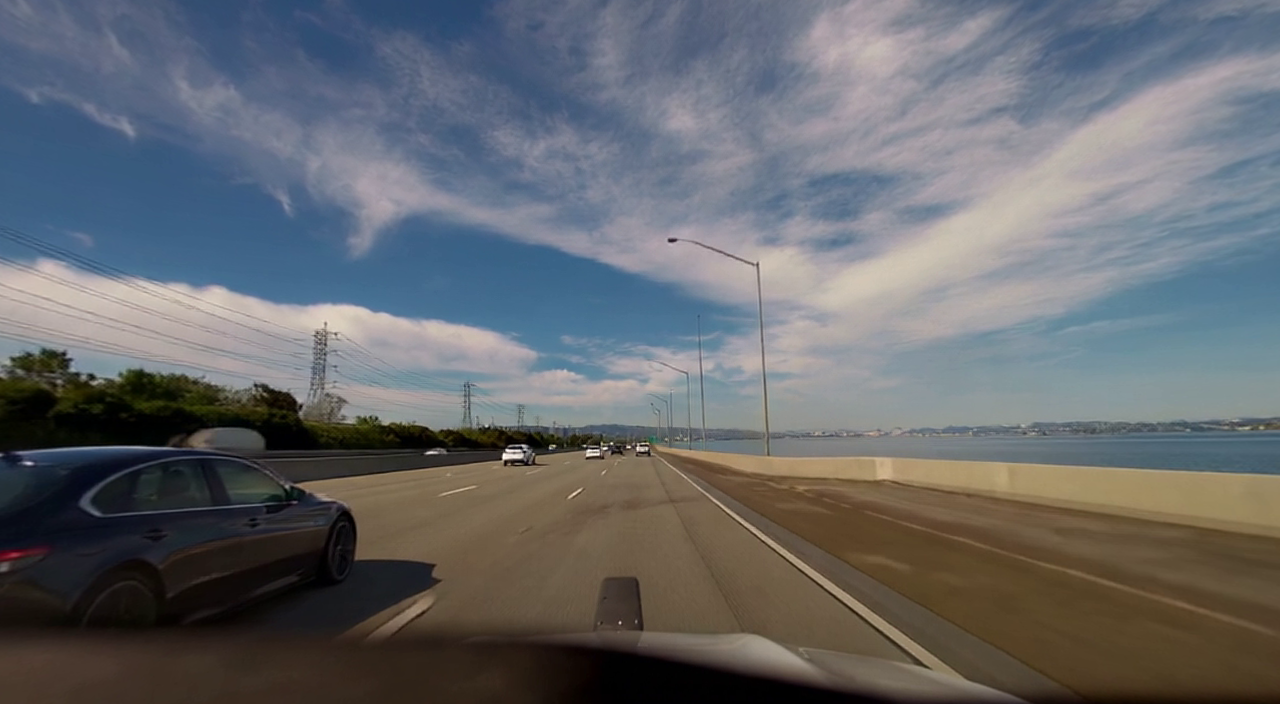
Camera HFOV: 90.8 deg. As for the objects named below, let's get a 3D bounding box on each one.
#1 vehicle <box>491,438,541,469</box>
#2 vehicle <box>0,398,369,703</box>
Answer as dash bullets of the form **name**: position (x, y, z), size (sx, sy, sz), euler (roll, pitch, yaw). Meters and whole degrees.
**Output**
- **vehicle**: position (-7.383, 6.094, 38.125), size (2.050, 1.717, 4.418), euler (0, -8, 1)
- **vehicle**: position (-3.589, 1.105, 3.647), size (2.015, 1.501, 4.454), euler (0, -8, 1)
